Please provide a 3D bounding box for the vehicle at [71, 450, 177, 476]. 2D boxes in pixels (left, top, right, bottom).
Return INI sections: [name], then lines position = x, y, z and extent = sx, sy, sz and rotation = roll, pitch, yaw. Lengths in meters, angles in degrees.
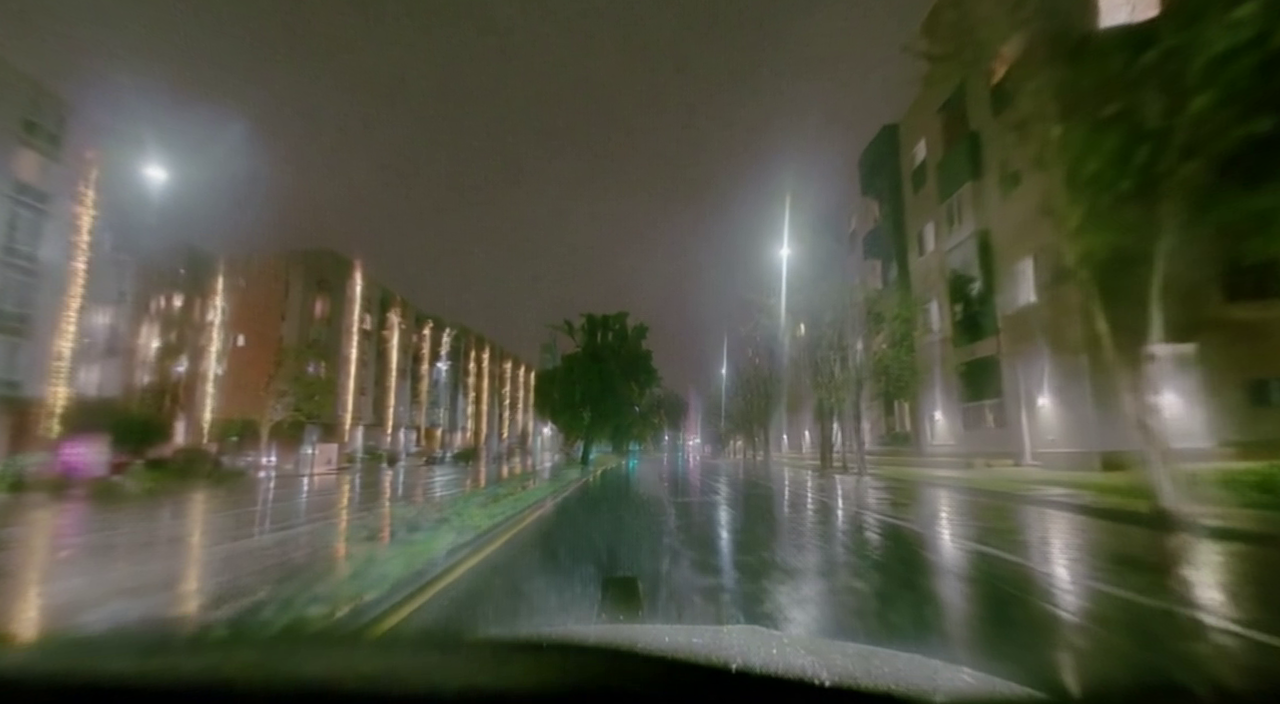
[vehicle]
position = -34.076, 7.325, 41.838
extent = 5.184, 1.645, 1.977
rotation = 1, -9, -1
